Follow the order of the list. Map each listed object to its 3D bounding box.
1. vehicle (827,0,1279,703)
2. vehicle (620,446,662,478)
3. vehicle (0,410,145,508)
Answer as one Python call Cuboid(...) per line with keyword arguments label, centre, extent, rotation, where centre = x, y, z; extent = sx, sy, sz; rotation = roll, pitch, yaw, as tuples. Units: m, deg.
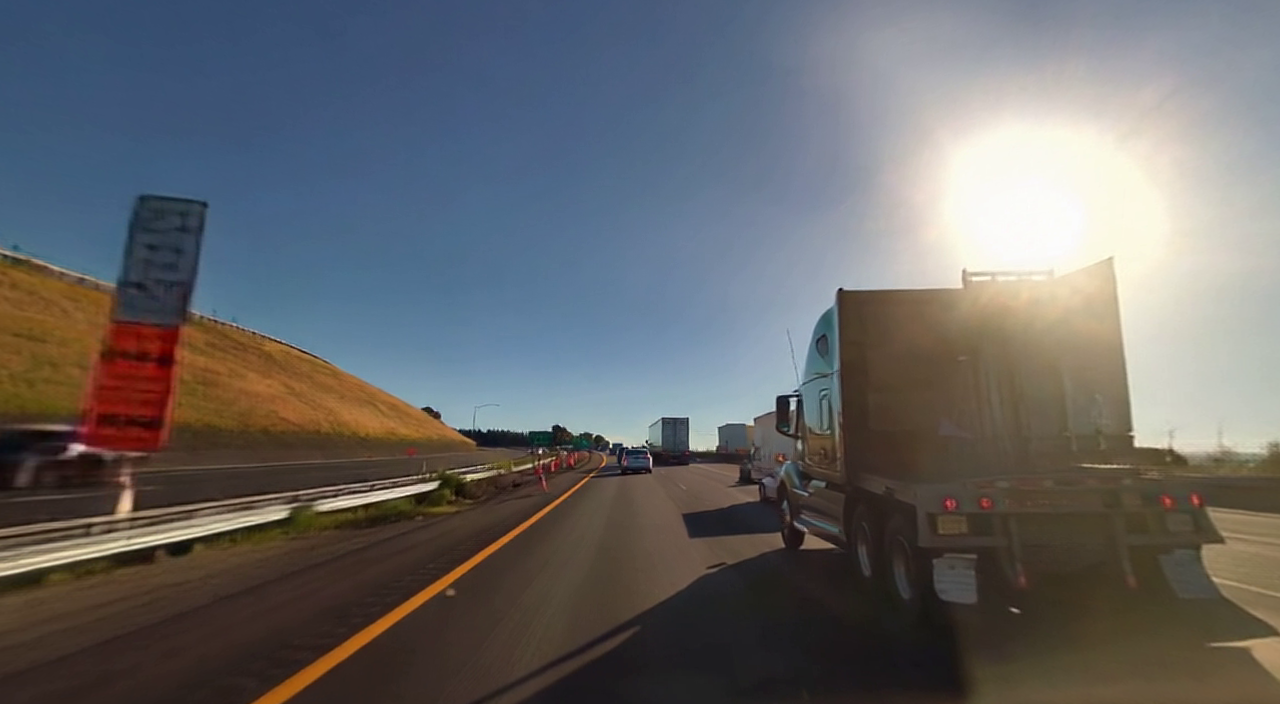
Cuboid(label="vehicle", centre=(3.641, -0.536, 0.453), extent=(2.874, 4.065, 14.243), rotation=(0, -9, 1))
Cuboid(label="vehicle", centre=(0.016, 5.312, 30.611), extent=(1.927, 1.437, 3.794), rotation=(0, -9, -1))
Cuboid(label="vehicle", centre=(-12.761, 2.158, 12.806), extent=(2.012, 1.783, 4.216), rotation=(0, -9, -1))
